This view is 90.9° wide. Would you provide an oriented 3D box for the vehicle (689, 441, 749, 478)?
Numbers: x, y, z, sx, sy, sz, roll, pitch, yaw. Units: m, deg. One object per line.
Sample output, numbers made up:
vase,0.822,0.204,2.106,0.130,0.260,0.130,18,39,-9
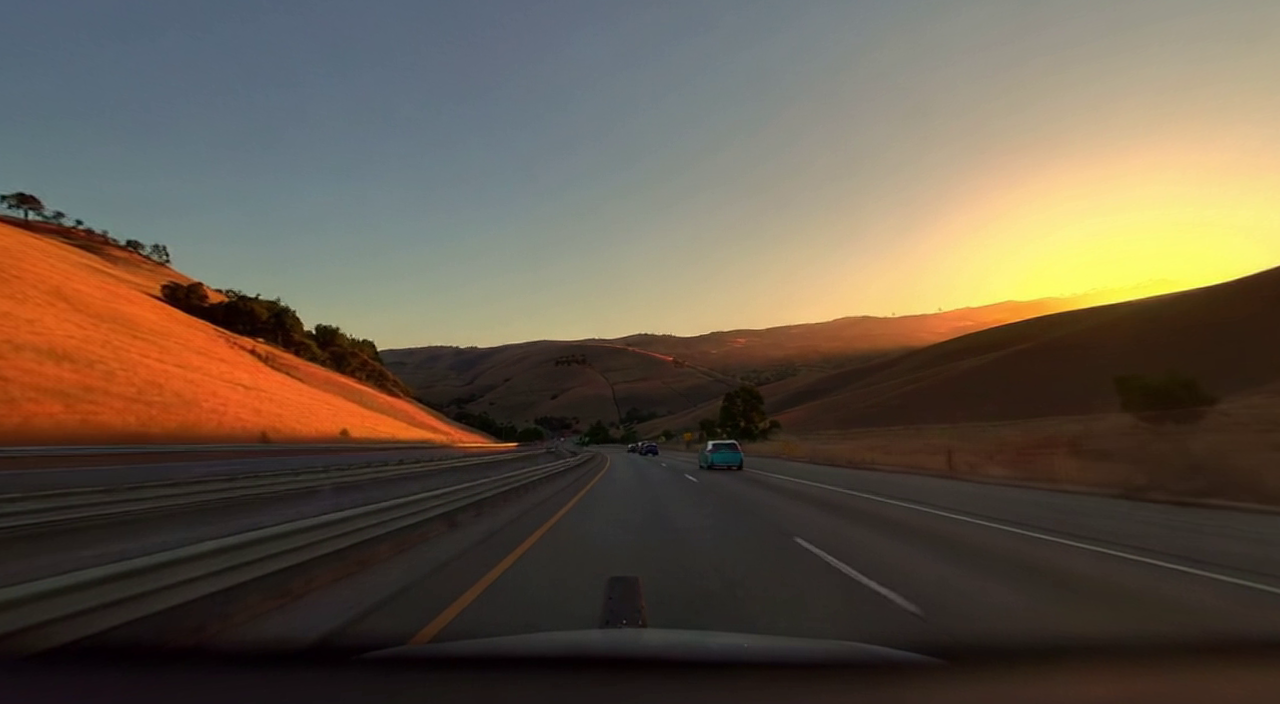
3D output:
vehicle,3.482,4.799,28.597,1.960,1.516,4.657,0,-8,-2
